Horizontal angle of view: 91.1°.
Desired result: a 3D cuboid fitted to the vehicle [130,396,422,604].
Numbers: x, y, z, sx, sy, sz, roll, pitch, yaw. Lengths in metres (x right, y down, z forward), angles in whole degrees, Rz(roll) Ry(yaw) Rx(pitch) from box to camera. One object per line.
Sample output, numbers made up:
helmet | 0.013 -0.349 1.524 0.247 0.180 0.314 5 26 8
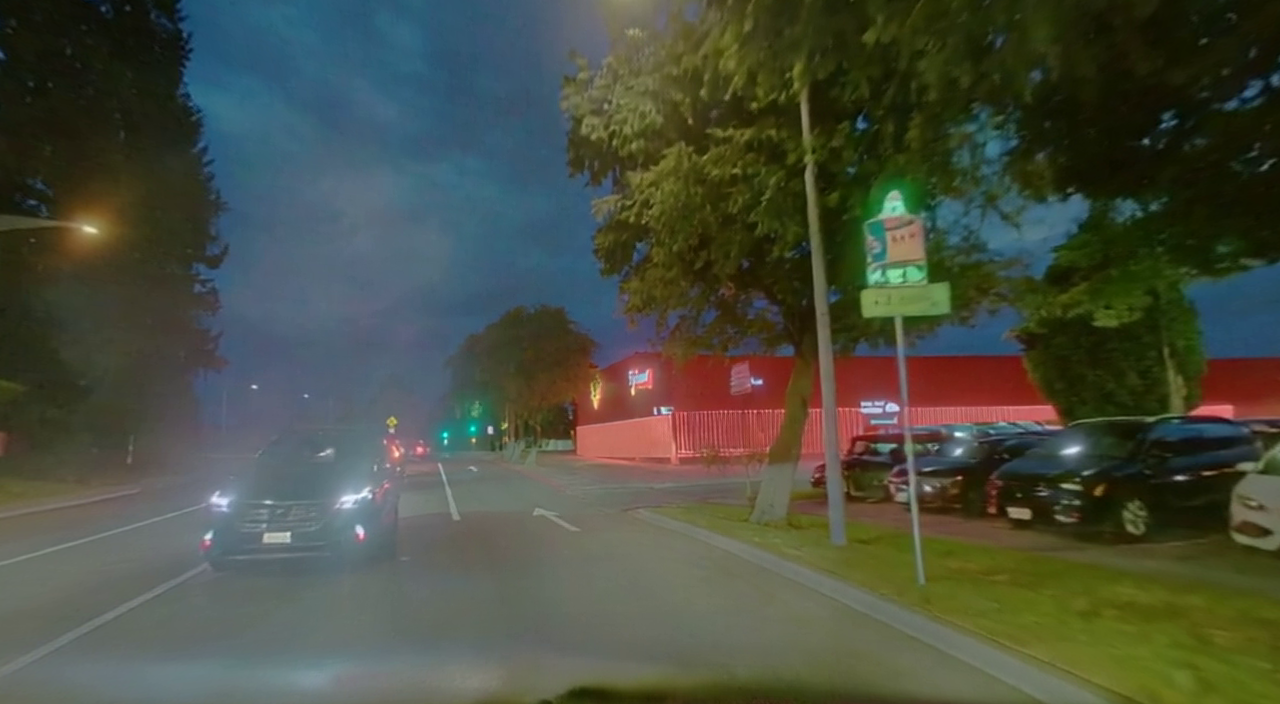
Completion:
vehicle | -3.926 1.573 7.719 2.065 1.773 4.128 2 -8 -16

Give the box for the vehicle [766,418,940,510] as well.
vehicle | 4.671 2.340 13.648 3.575 1.473 1.785 0 -8 -39

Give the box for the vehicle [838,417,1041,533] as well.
vehicle | 5.257 1.994 10.860 3.556 1.441 1.935 2 -9 -45

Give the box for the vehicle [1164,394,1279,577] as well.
vehicle | 6.586 1.189 6.023 3.543 1.440 1.911 7 -11 -44

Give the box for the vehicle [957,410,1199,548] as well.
vehicle | 6.108 1.604 8.642 3.577 1.455 1.925 7 -11 -43
